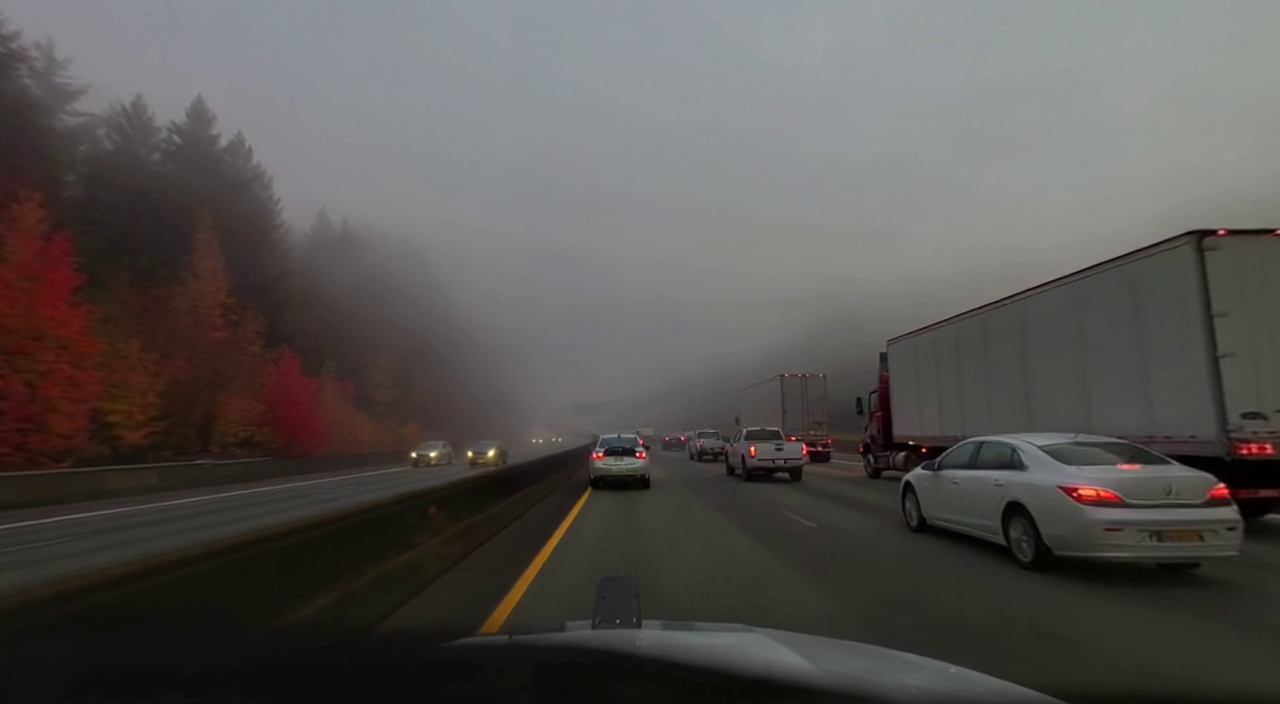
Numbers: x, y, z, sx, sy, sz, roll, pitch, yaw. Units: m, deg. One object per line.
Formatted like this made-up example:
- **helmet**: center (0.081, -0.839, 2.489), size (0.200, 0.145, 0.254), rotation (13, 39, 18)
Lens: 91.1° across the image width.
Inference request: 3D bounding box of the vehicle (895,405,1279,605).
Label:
- **vehicle**: center (4.724, 1.447, 6.914), size (2.040, 1.523, 4.068), rotation (0, -8, -1)

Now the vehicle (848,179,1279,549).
- **vehicle**: center (8.398, 1.018, 13.550), size (2.867, 4.066, 13.802), rotation (0, -8, -1)

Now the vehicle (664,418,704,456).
- **vehicle**: center (3.156, 6.273, 46.378), size (2.395, 2.656, 6.037), rotation (0, -8, -1)

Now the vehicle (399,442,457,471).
- **vehicle**: center (-12.415, 6.129, 37.090), size (1.962, 1.575, 4.204), rotation (0, -8, 0)

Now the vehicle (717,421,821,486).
- **vehicle**: center (3.676, 2.974, 18.758), size (2.147, 1.707, 3.963), rotation (0, -8, -2)

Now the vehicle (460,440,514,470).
- **vehicle**: center (-8.333, 5.634, 34.594), size (1.921, 1.533, 4.091), rotation (0, -8, 0)

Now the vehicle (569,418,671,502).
- **vehicle**: center (-0.445, 2.507, 15.110), size (2.087, 1.709, 4.455), rotation (0, -8, -1)
